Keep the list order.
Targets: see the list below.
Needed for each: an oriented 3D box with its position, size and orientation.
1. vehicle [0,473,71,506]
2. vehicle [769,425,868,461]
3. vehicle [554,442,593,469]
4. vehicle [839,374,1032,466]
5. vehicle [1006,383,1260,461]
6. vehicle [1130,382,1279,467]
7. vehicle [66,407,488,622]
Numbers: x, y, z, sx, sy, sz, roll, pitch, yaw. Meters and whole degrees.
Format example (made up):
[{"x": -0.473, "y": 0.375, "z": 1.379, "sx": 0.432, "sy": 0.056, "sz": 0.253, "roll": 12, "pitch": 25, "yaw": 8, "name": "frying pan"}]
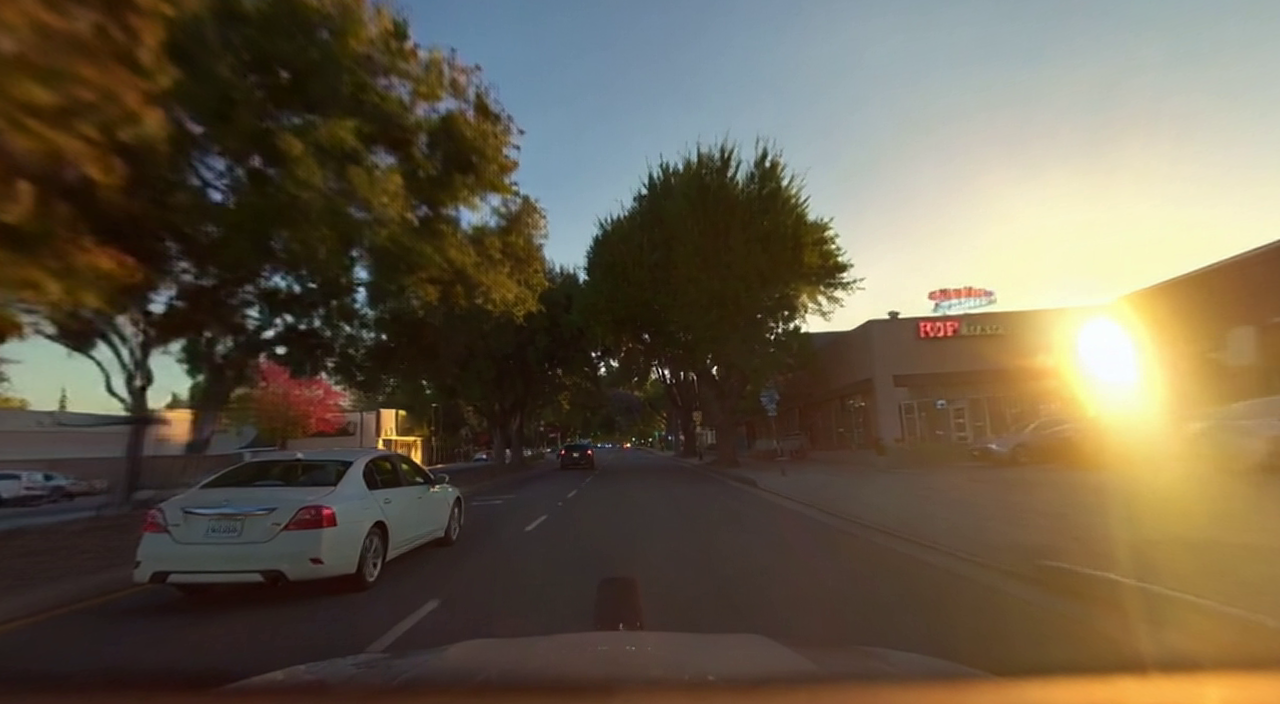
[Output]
[{"x": -33.577, "y": 7.354, "z": 33.950, "sx": 1.871, "sy": 1.488, "sz": 4.498, "roll": 0, "pitch": -9, "yaw": -3, "name": "vehicle"}, {"x": 10.497, "y": 5.389, "z": 37.350, "sx": 5.130, "sy": 1.902, "sz": 2.056, "roll": -1, "pitch": -9, "yaw": -2, "name": "vehicle"}, {"x": -3.931, "y": 6.195, "z": 37.988, "sx": 1.955, "sy": 1.461, "sz": 4.396, "roll": 0, "pitch": -9, "yaw": -1, "name": "vehicle"}, {"x": 12.126, "y": 2.849, "z": 26.394, "sx": 6.427, "sy": 3.417, "sz": 2.845, "roll": -2, "pitch": -7, "yaw": -2, "name": "vehicle"}, {"x": 12.603, "y": 1.848, "z": 16.430, "sx": 4.780, "sy": 1.870, "sz": 2.140, "roll": 0, "pitch": -9, "yaw": -2, "name": "vehicle"}, {"x": 13.266, "y": 1.550, "z": 13.347, "sx": 4.165, "sy": 1.650, "sz": 1.946, "roll": 0, "pitch": -9, "yaw": -3, "name": "vehicle"}, {"x": -3.392, "y": 1.618, "z": 7.283, "sx": 2.126, "sy": 1.655, "sz": 4.560, "roll": 0, "pitch": -9, "yaw": 0, "name": "vehicle"}]
